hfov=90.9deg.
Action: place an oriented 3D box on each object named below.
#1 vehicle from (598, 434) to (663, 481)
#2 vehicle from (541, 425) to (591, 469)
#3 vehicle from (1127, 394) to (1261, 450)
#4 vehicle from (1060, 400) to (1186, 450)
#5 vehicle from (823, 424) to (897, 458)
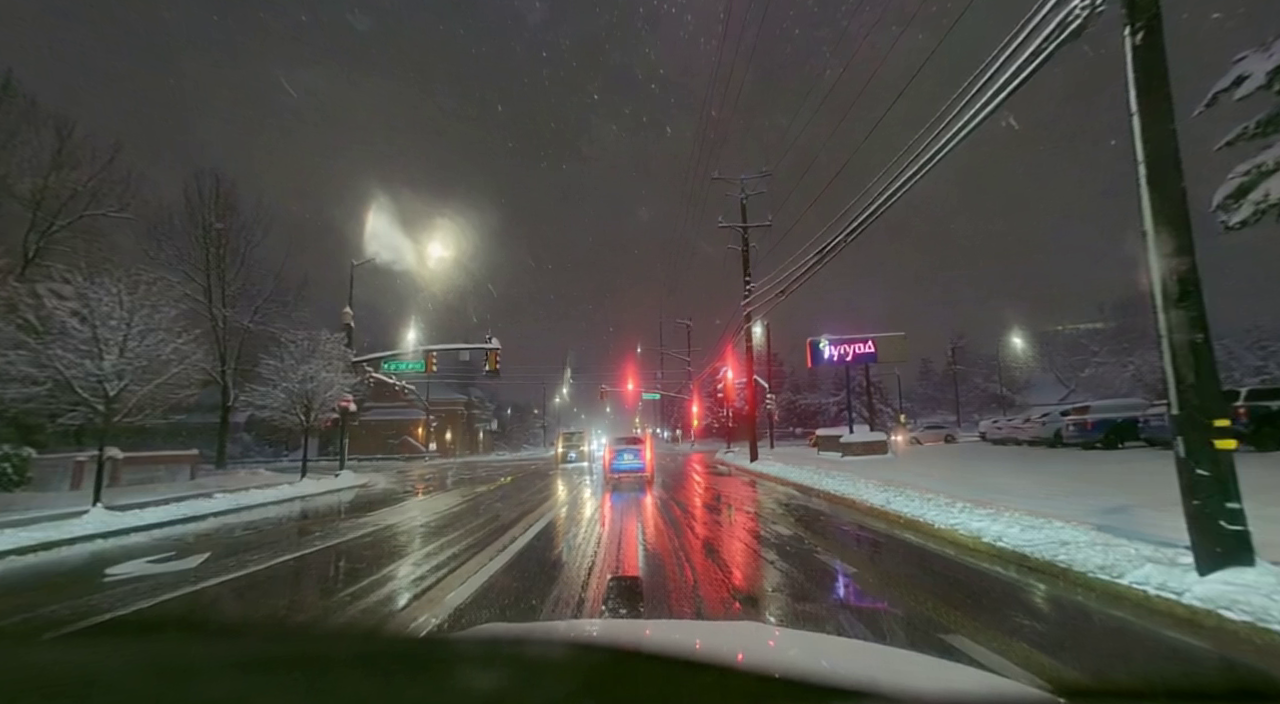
[{"bbox_3d":[-0.394,3.651,22.134,2.070,1.481,4.216,0,-8,-3],"label":"vehicle"},{"bbox_3d":[-3.465,4.429,29.430,2.106,1.852,4.512,1,-8,-7],"label":"vehicle"},{"bbox_3d":[18.760,2.425,21.365,3.791,1.720,1.992,4,-9,-27],"label":"vehicle"},{"bbox_3d":[18.331,2.815,23.942,4.206,1.722,2.100,4,-9,-28],"label":"vehicle"},{"bbox_3d":[10.139,4.162,29.458,1.888,1.455,4.268,0,-8,0],"label":"vehicle"}]
